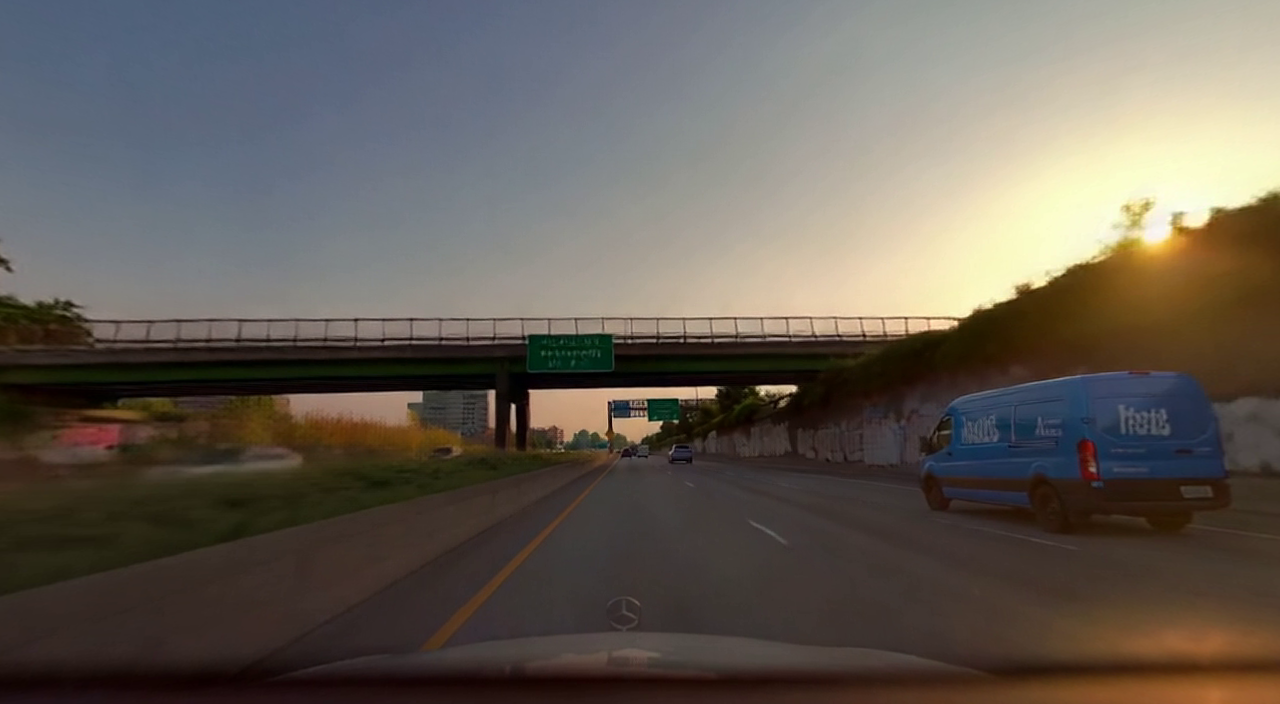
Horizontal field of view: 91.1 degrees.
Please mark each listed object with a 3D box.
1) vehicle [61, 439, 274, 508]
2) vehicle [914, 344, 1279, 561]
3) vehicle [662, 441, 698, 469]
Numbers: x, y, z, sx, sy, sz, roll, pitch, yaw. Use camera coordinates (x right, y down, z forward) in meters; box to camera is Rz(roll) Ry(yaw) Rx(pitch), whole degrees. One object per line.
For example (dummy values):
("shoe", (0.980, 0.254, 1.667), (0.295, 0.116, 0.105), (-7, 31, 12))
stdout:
("vehicle", (-11.739, 3.025, 16.149), (2.003, 1.496, 4.559), (0, -9, -1))
("vehicle", (7.143, 1.637, 10.563), (2.283, 2.631, 5.719), (0, -9, -2))
("vehicle", (2.866, 7.537, 46.128), (2.007, 1.943, 5.010), (0, -9, -3))
